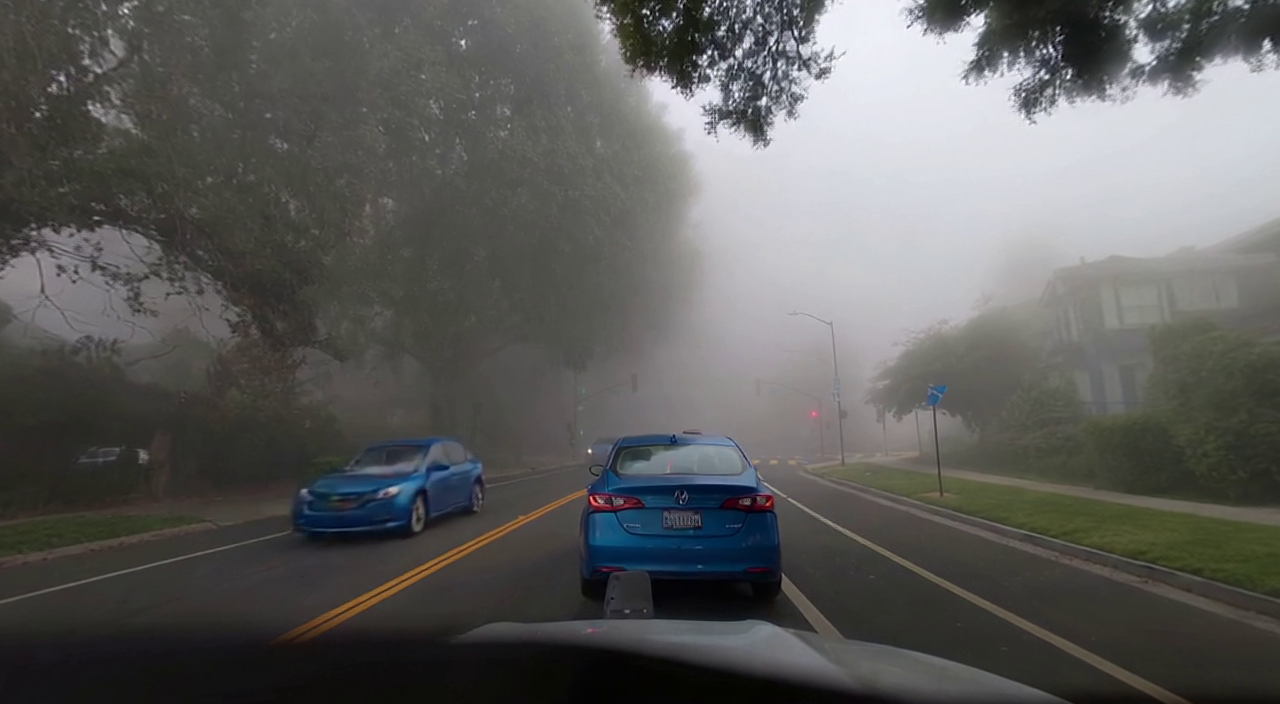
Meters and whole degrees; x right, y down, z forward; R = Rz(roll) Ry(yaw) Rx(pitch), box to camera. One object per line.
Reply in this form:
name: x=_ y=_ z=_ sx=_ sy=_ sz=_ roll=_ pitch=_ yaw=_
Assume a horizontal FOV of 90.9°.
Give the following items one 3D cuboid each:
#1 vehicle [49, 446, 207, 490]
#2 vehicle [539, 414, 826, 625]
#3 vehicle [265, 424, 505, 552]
vehicle: x=-18.110 y=4.085 z=22.410 sx=4.069 sy=1.445 sz=2.063 roll=-2 pitch=-9 yaw=8
vehicle: x=0.340 y=1.502 z=6.608 sx=2.070 sy=1.516 sz=3.936 roll=0 pitch=-8 yaw=1
vehicle: x=-4.088 y=2.259 z=11.050 sx=2.160 sy=1.507 sz=4.470 roll=-7 pitch=-9 yaw=2
